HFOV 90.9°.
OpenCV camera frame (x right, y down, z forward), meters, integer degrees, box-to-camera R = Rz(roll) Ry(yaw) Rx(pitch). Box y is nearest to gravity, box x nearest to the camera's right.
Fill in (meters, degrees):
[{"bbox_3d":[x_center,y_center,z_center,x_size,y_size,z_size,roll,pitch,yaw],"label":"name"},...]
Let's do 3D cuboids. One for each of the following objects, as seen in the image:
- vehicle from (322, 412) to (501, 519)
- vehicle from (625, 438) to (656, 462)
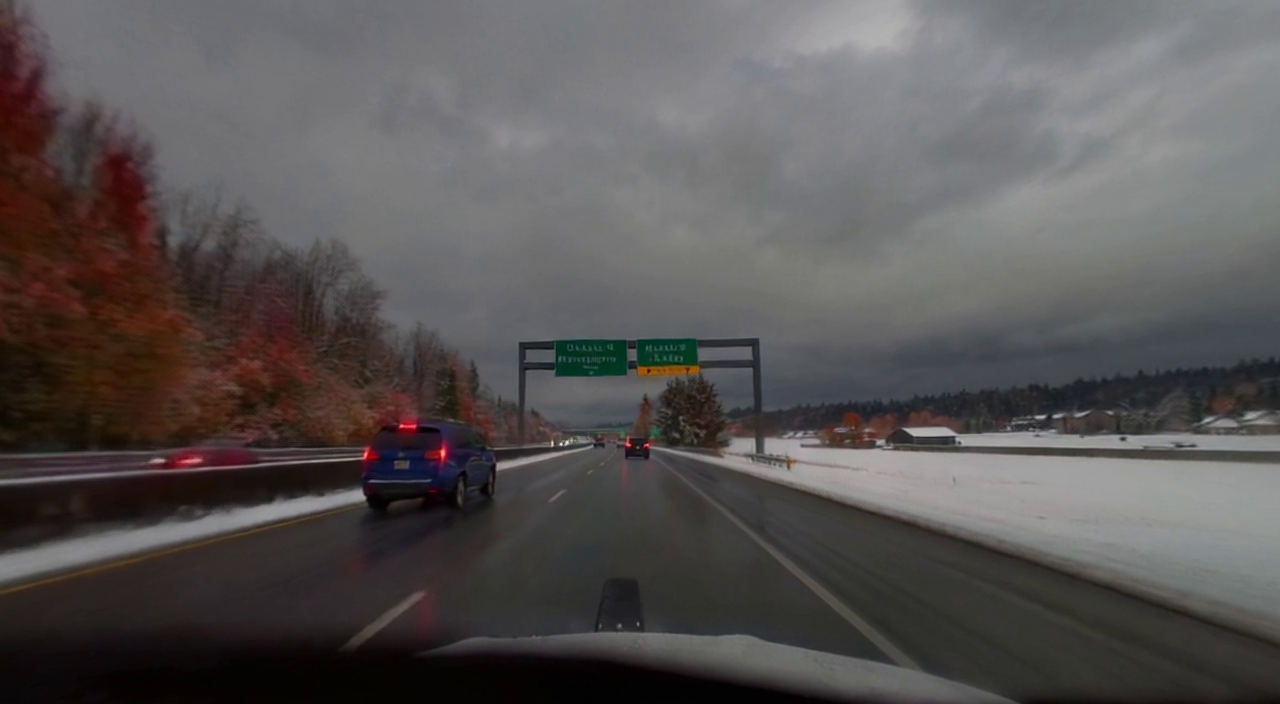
[{"bbox_3d":[-4.204,2.157,12.440,1.924,1.720,4.195,0,-8,0],"label":"vehicle"},{"bbox_3d":[0.025,6.391,41.271,1.939,1.497,3.863,0,-8,0],"label":"vehicle"}]
